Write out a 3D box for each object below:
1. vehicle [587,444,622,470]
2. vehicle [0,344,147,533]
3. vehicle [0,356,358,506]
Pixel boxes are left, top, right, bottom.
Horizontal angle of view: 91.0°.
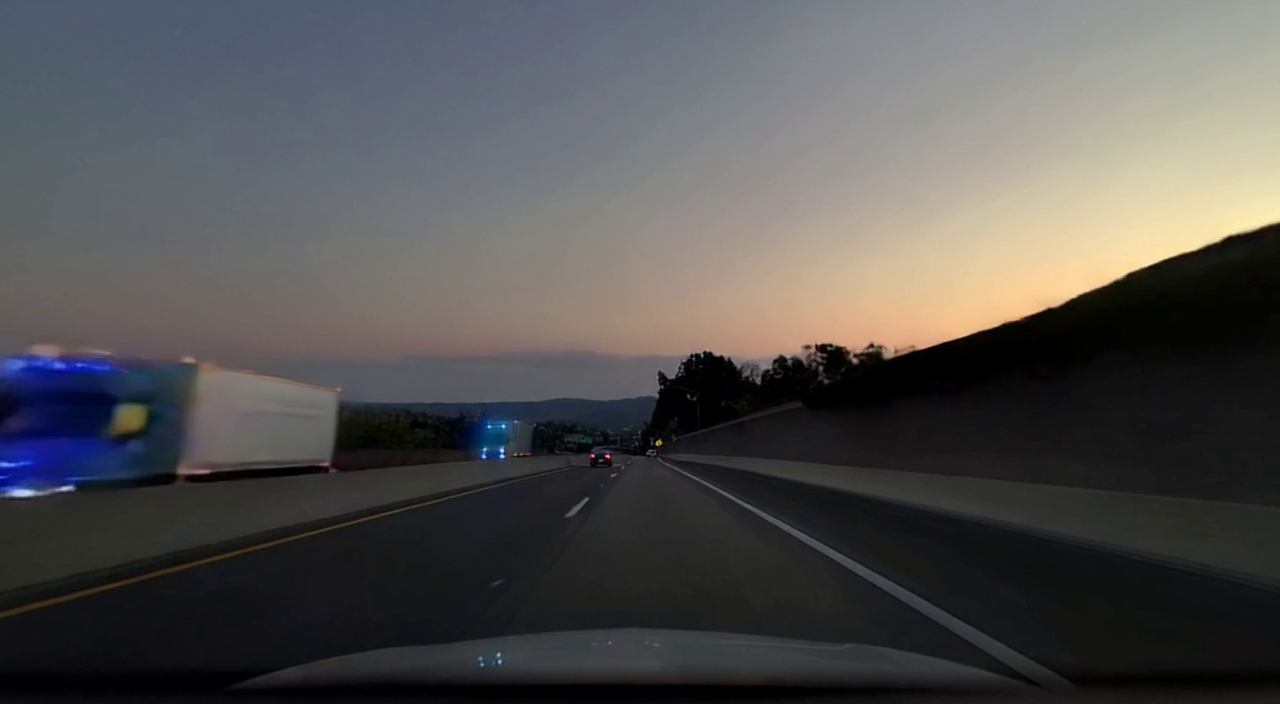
[{"bbox_3d":[-2.241,6.733,40.505,2.050,1.530,4.144,0,-8,0],"label":"vehicle"},{"bbox_3d":[-15.344,2.140,15.886,2.913,4.275,3.166,0,-7,-1],"label":"vehicle"},{"bbox_3d":[-15.416,3.084,23.779,2.846,3.981,14.079,0,-8,0],"label":"vehicle"}]
